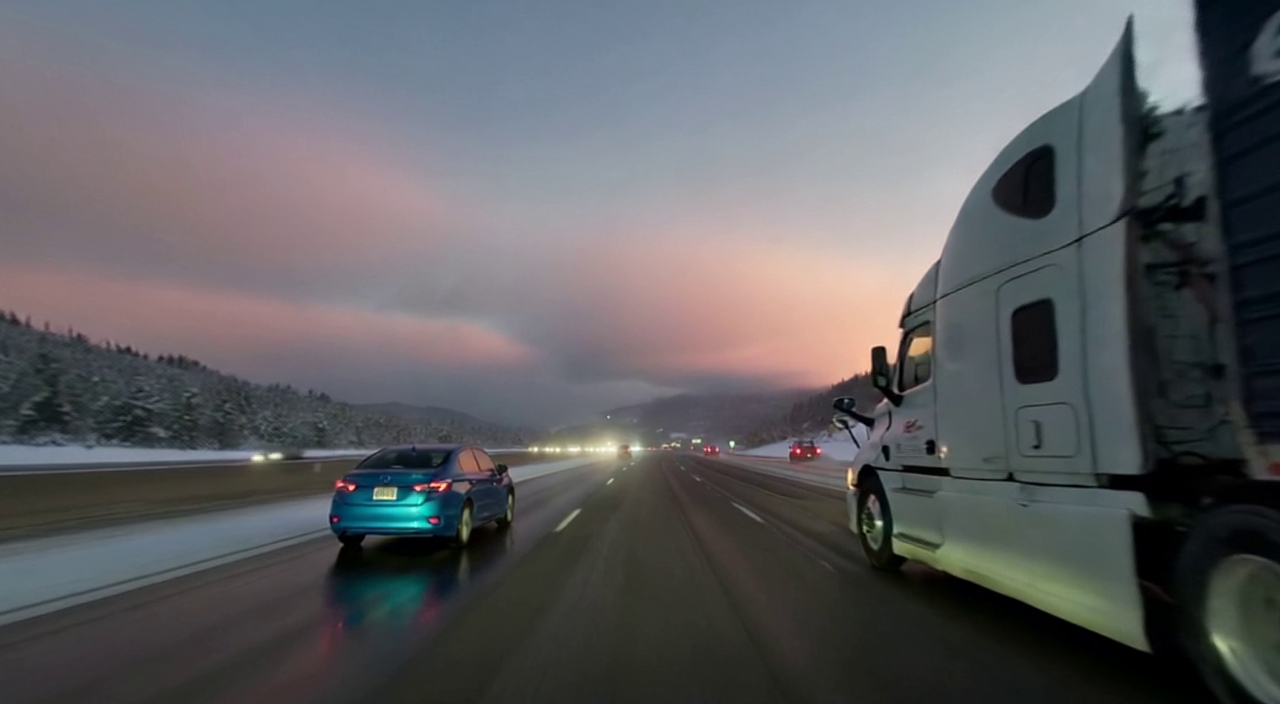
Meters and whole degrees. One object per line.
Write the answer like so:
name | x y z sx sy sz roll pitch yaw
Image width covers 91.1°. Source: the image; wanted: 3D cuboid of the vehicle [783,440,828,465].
vehicle | 12.107 7.366 46.225 2.062 1.736 4.589 0 -8 0

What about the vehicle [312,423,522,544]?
vehicle | -3.369 2.060 10.446 1.967 1.615 3.886 0 -8 2

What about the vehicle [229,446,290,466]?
vehicle | -28.783 7.841 47.618 1.750 1.449 4.382 0 -8 1

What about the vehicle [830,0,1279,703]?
vehicle | 4.059 0.020 3.938 3.277 3.871 7.882 0 -9 1
